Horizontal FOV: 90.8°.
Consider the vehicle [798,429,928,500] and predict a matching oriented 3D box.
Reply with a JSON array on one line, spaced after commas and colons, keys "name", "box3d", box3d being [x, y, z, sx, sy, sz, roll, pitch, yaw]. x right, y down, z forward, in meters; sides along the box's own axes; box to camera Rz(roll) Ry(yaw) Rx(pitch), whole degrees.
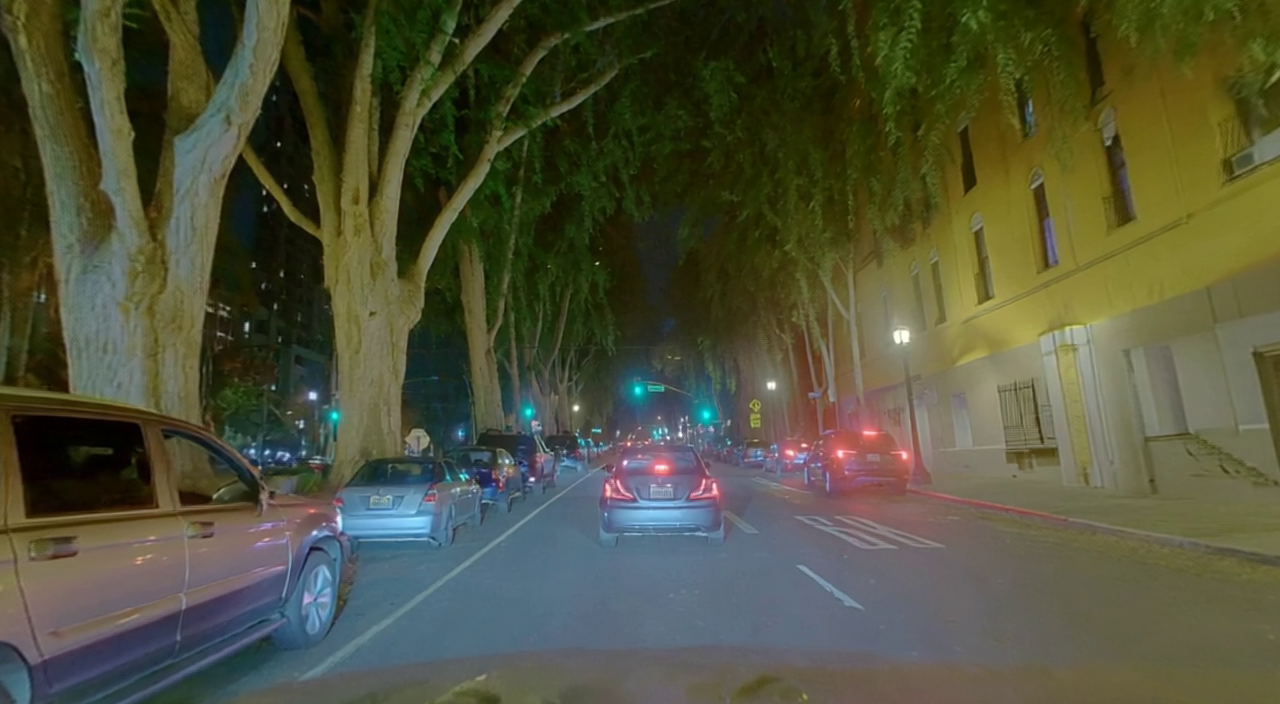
[{"name": "vehicle", "box3d": [6.342, 3.256, 18.664, 2.025, 1.808, 4.579, 0, -9, -2]}]

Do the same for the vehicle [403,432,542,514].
[{"name": "vehicle", "box3d": [-3.509, 2.619, 14.236, 1.901, 1.522, 4.556, 0, -9, 0]}]

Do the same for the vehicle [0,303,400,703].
[{"name": "vehicle", "box3d": [-3.269, 0.931, 3.386, 2.152, 1.802, 4.628, 0, -9, 0]}]

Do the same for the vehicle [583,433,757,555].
[{"name": "vehicle", "box3d": [0.270, 1.995, 9.567, 2.095, 1.438, 3.843, 0, -9, -3]}]
